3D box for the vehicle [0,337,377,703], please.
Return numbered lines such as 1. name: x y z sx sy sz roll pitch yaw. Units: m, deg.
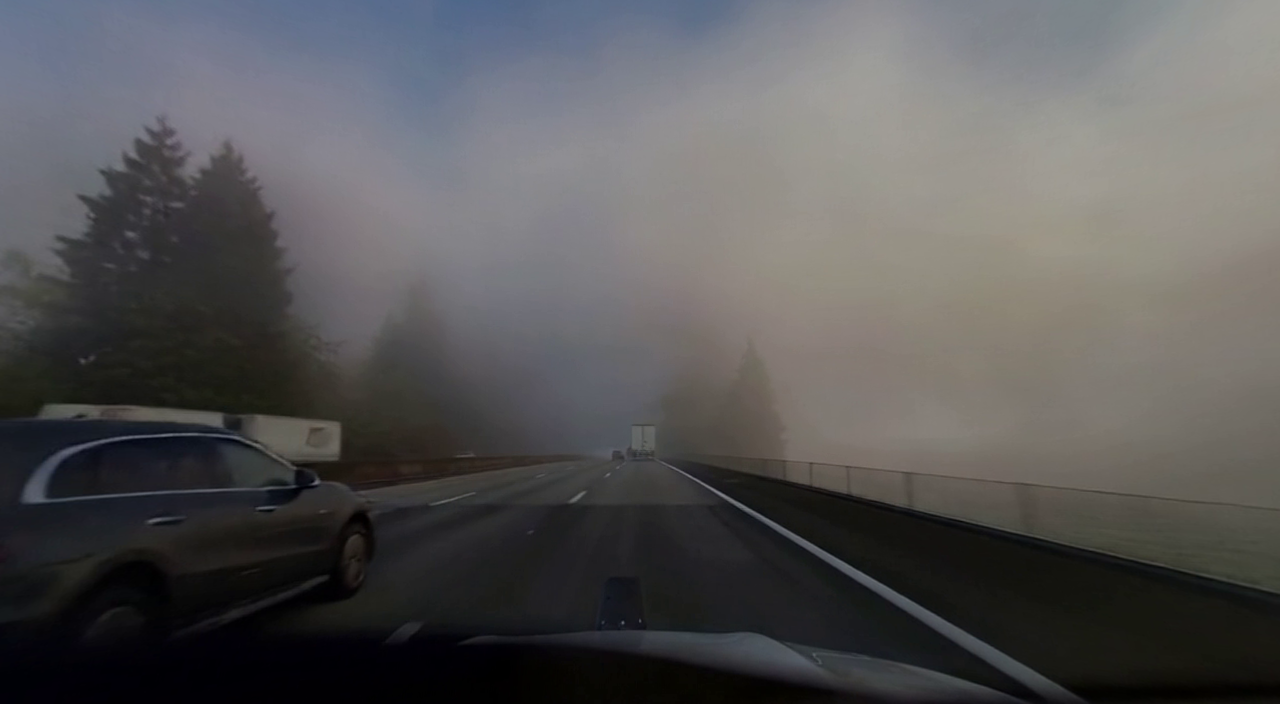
1. vehicle: -3.337 0.933 3.166 2.017 1.680 4.636 0 -9 0
